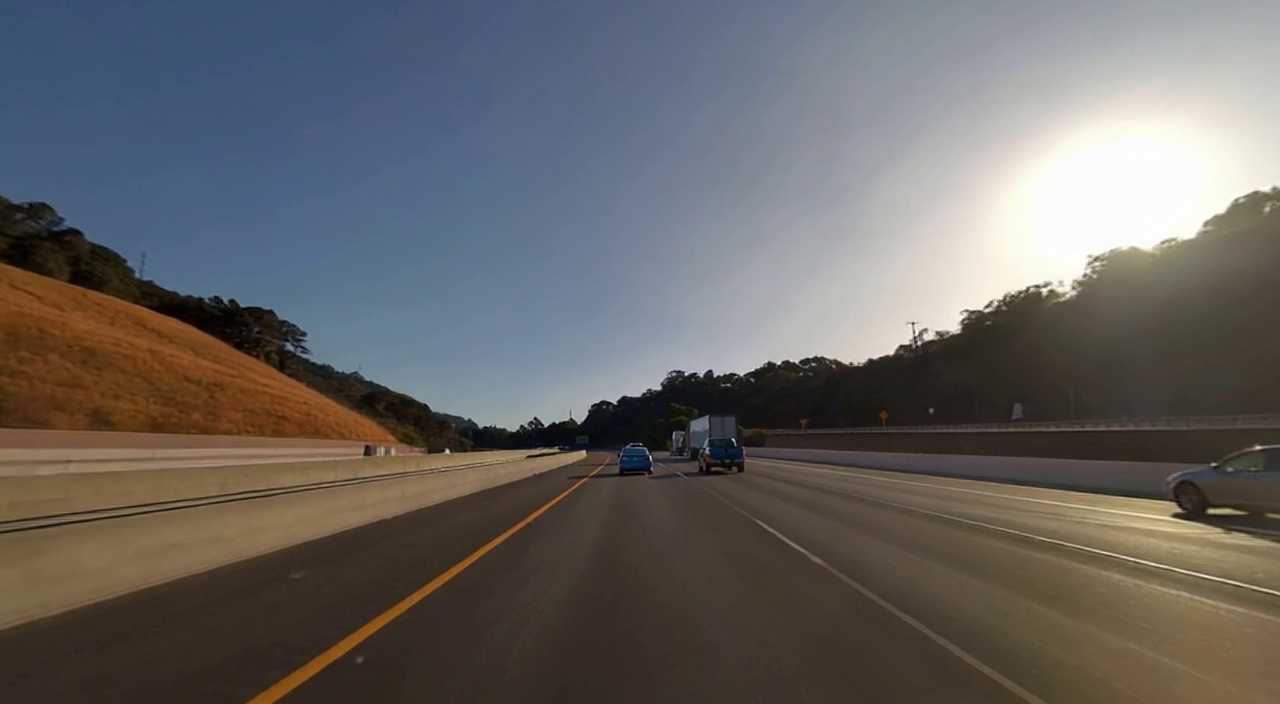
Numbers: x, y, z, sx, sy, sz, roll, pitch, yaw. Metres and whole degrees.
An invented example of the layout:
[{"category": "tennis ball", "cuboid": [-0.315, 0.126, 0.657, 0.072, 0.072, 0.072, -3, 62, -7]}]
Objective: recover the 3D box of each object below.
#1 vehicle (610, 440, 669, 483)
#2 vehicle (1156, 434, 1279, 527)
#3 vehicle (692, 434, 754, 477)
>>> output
[{"category": "vehicle", "cuboid": [-0.070, 4.143, 24.101, 2.083, 1.477, 3.965, 0, -9, -1]}, {"category": "vehicle", "cuboid": [11.056, 2.043, 10.045, 1.945, 1.451, 4.397, 0, -9, -1]}, {"category": "vehicle", "cuboid": [3.686, 4.692, 28.947, 2.098, 1.794, 4.561, 0, -9, -2]}]
